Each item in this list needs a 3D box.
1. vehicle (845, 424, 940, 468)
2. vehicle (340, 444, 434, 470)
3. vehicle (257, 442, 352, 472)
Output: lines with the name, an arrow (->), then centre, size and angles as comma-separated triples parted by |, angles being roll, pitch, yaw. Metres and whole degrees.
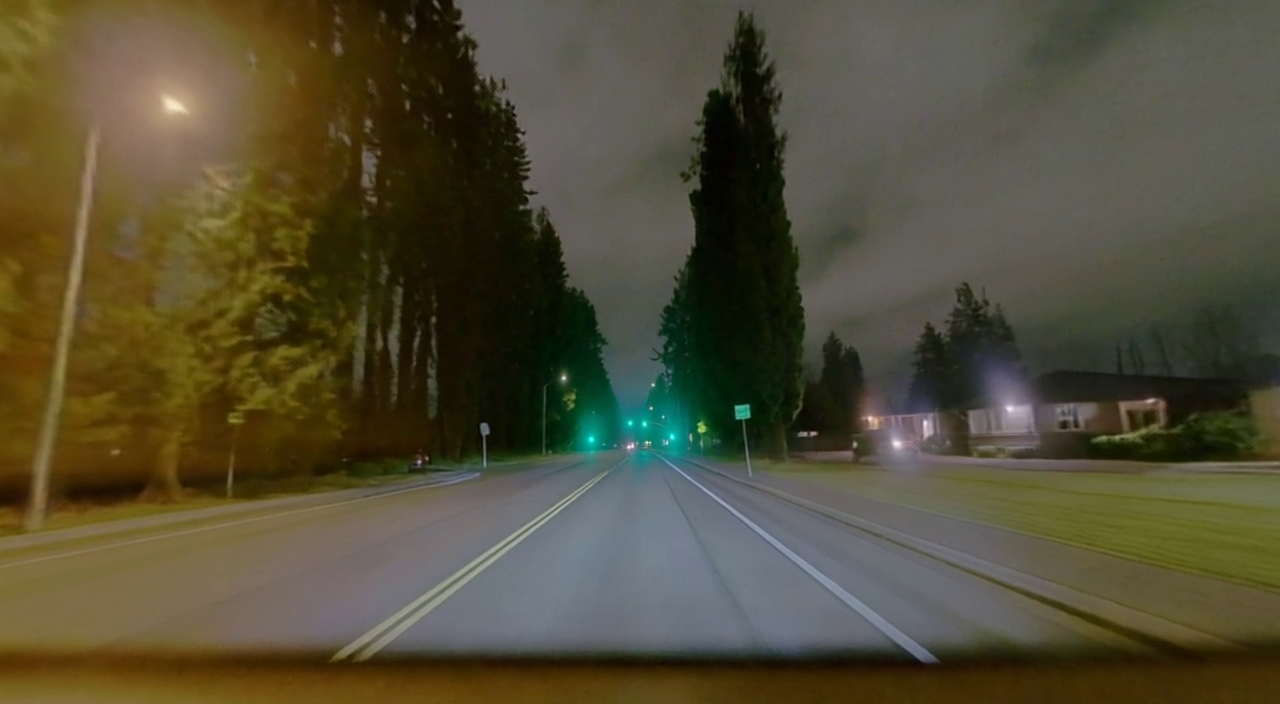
vehicle -> 9.822, 3.731, 24.968 | 1.805, 1.571, 4.467 | 0, -8, -2
vehicle -> -15.154, 6.309, 37.958 | 4.787, 1.474, 1.967 | -1, -8, 3
vehicle -> -18.980, 5.970, 35.801 | 4.233, 1.623, 1.943 | 0, -8, 1
